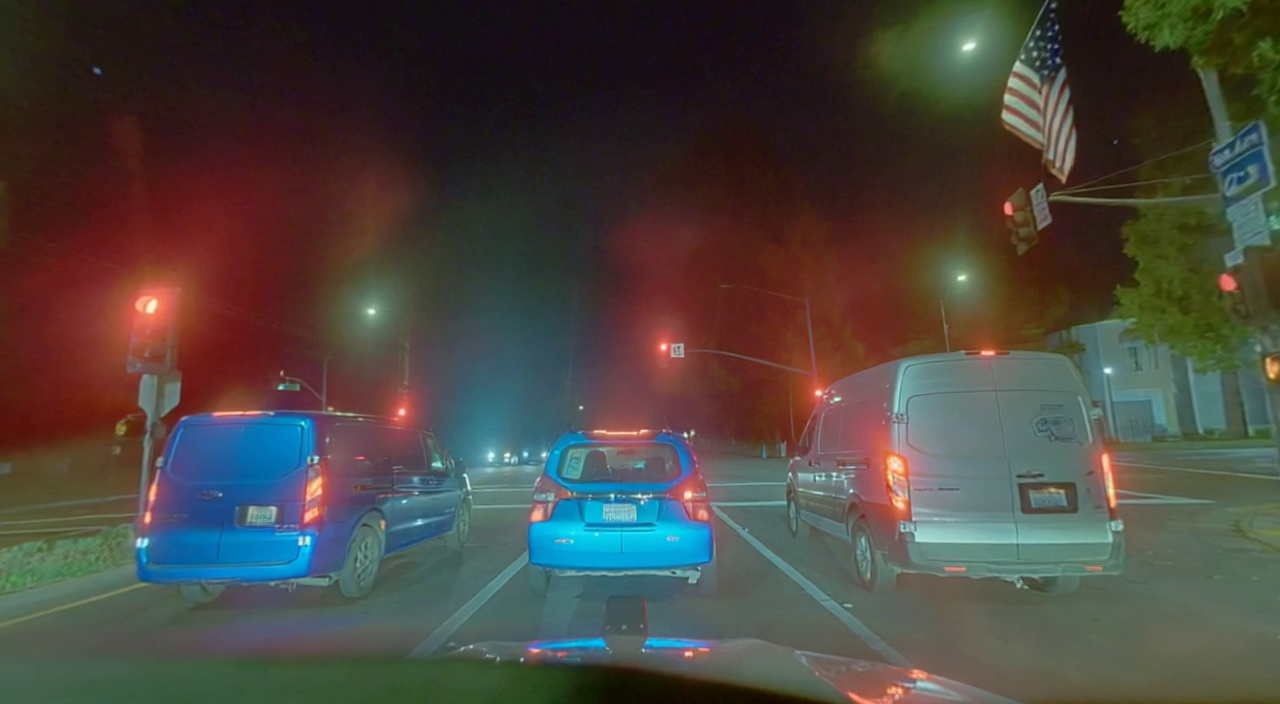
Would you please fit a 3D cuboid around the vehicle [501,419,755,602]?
[{"bbox_3d":[-0.136,1.622,7.342,2.098,1.494,4.118,0,-9,-1],"label":"vehicle"}]

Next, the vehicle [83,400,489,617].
[{"bbox_3d":[-3.298,1.528,7.038,2.024,1.677,3.998,-1,-9,3],"label":"vehicle"}]

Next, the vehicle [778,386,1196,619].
[{"bbox_3d":[3.096,1.465,7.024,2.178,1.746,4.400,0,-9,1],"label":"vehicle"}]
